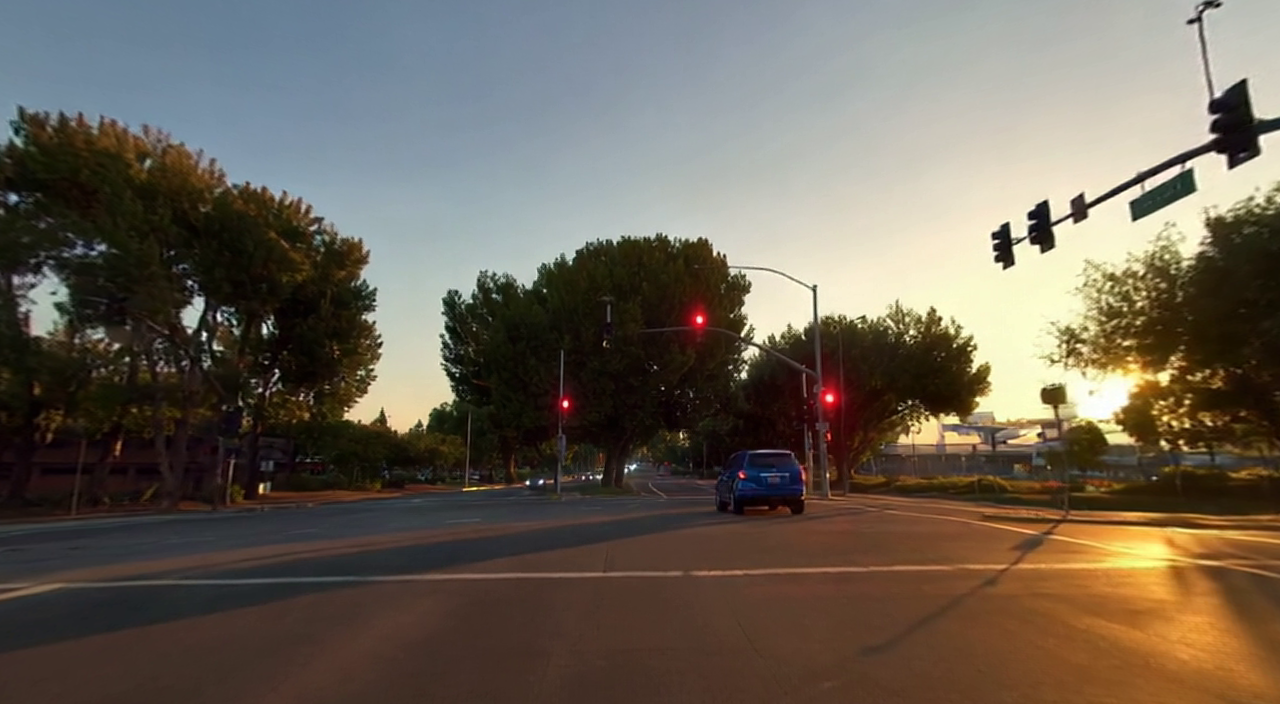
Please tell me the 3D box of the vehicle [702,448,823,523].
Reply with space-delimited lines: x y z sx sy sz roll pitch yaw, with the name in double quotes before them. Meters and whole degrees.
"vehicle" 2.999 3.378 16.699 2.140 1.655 4.786 0 -9 -1
